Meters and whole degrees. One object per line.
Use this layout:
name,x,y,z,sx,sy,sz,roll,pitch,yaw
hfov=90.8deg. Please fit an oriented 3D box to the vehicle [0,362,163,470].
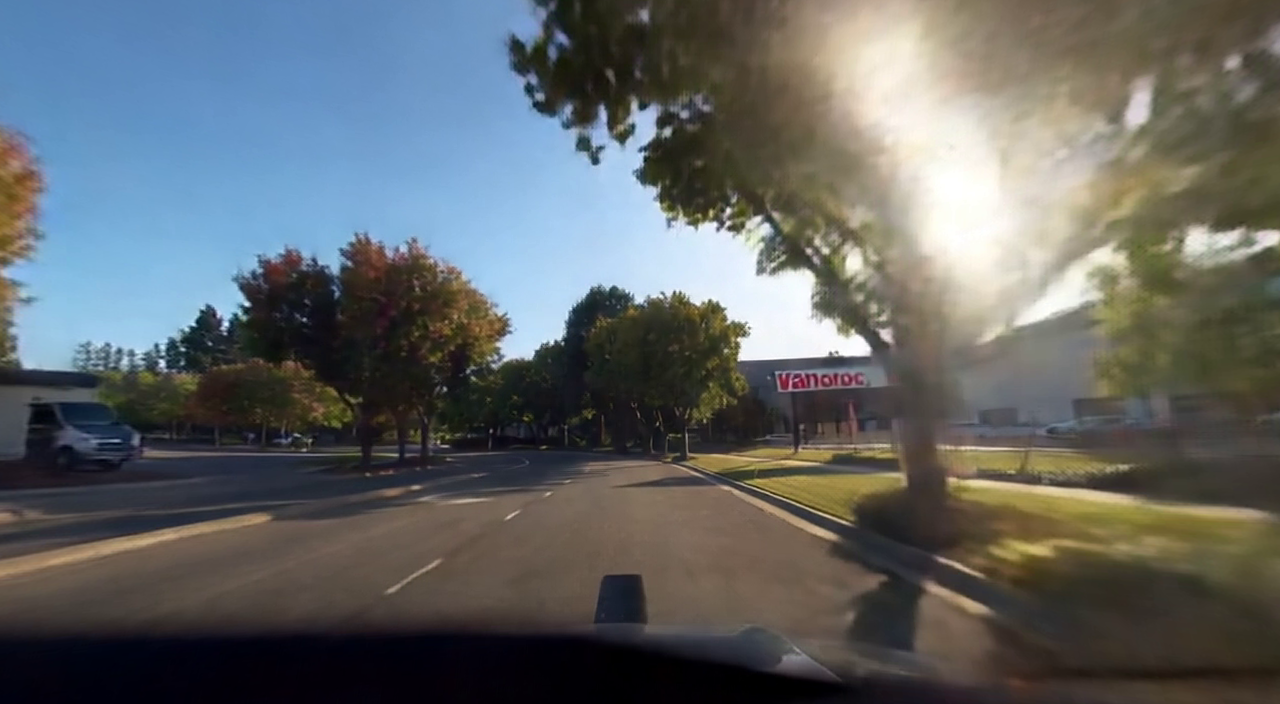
vehicle,-19.886,2.110,20.477,6.595,3.267,2.535,0,-8,0
